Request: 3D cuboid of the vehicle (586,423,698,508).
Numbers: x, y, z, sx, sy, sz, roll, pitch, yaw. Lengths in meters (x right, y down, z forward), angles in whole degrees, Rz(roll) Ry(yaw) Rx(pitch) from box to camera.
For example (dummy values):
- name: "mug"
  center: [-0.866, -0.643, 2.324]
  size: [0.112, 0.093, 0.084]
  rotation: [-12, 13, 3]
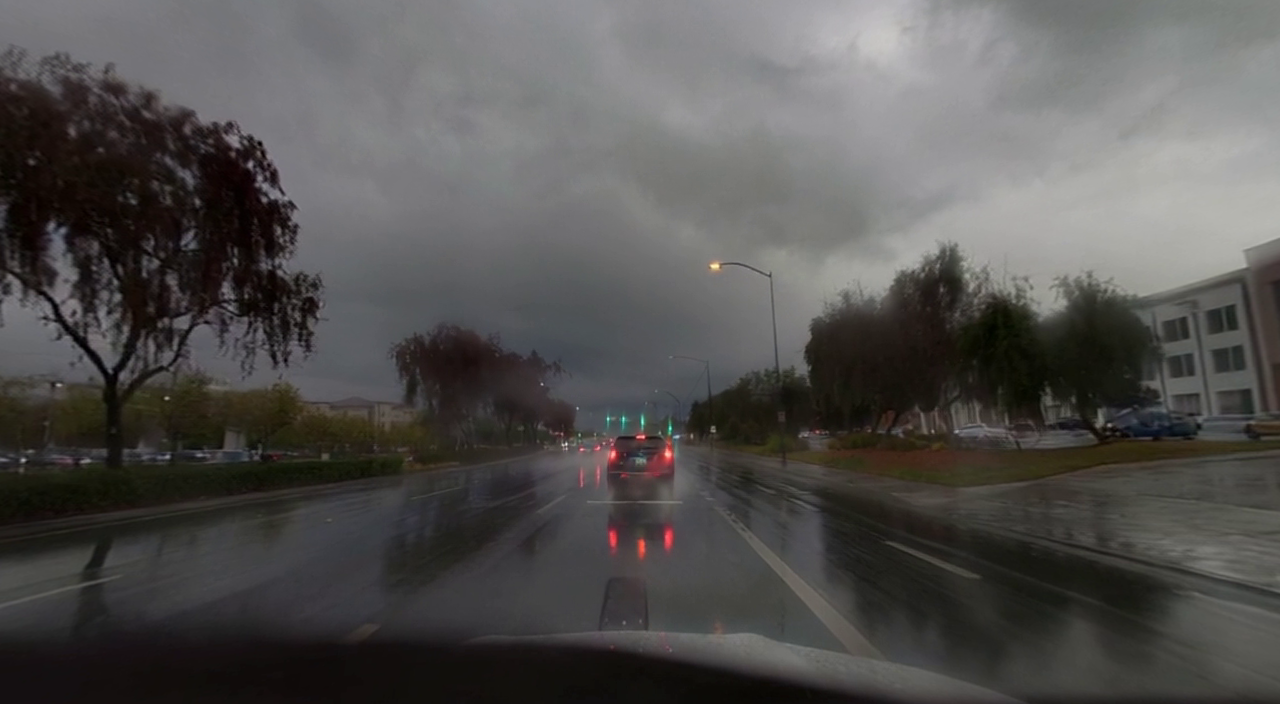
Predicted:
- name: "vehicle"
  center: [0.054, 2.532, 14.536]
  size: [2.199, 1.652, 4.101]
  rotation: [0, -8, 1]

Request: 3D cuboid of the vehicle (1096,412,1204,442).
- name: "vehicle"
  center: [31.900, 4.761, 39.680]
  size: [4.903, 1.767, 2.105]
  rotation: [-5, -10, 31]
